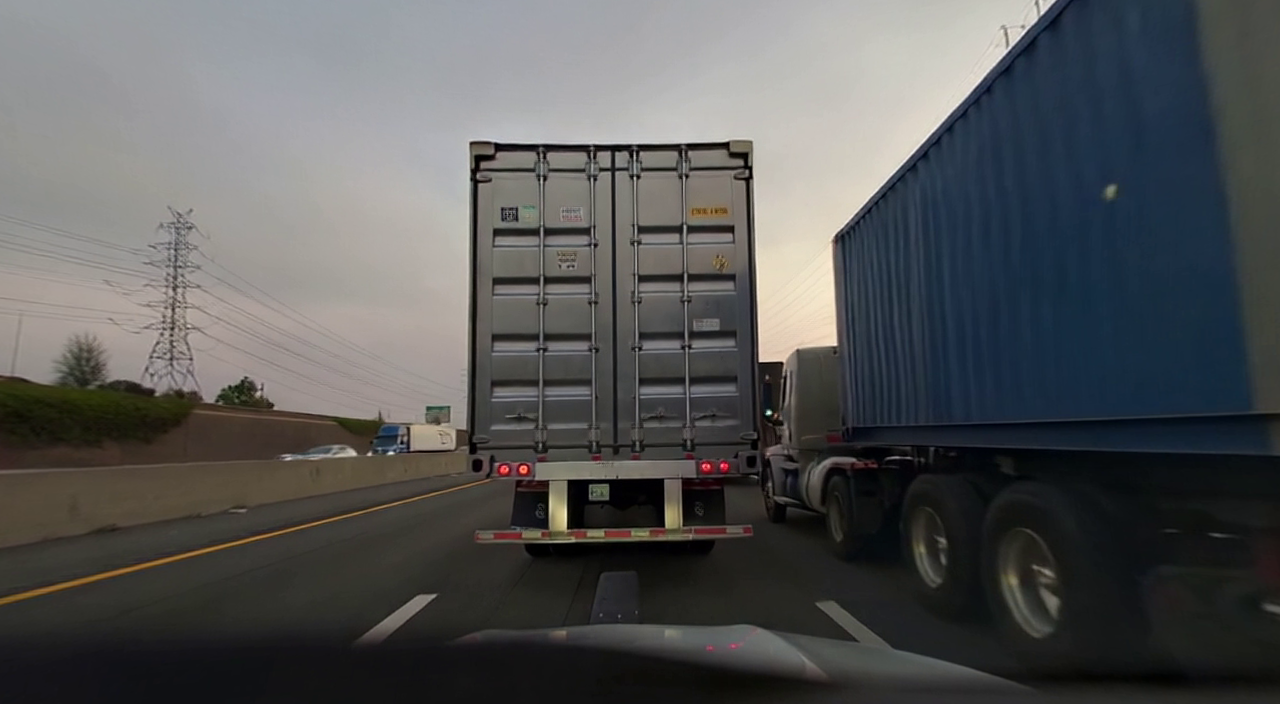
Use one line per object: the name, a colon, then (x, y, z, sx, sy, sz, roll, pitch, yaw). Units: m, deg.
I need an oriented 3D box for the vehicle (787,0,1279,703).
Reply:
vehicle: (3.547, 0.172, 4.806, 2.955, 3.777, 7.403, 0, -8, -1)

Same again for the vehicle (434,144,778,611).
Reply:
vehicle: (-0.282, 1.004, 11.479, 2.841, 4.071, 12.046, 0, -8, 0)
